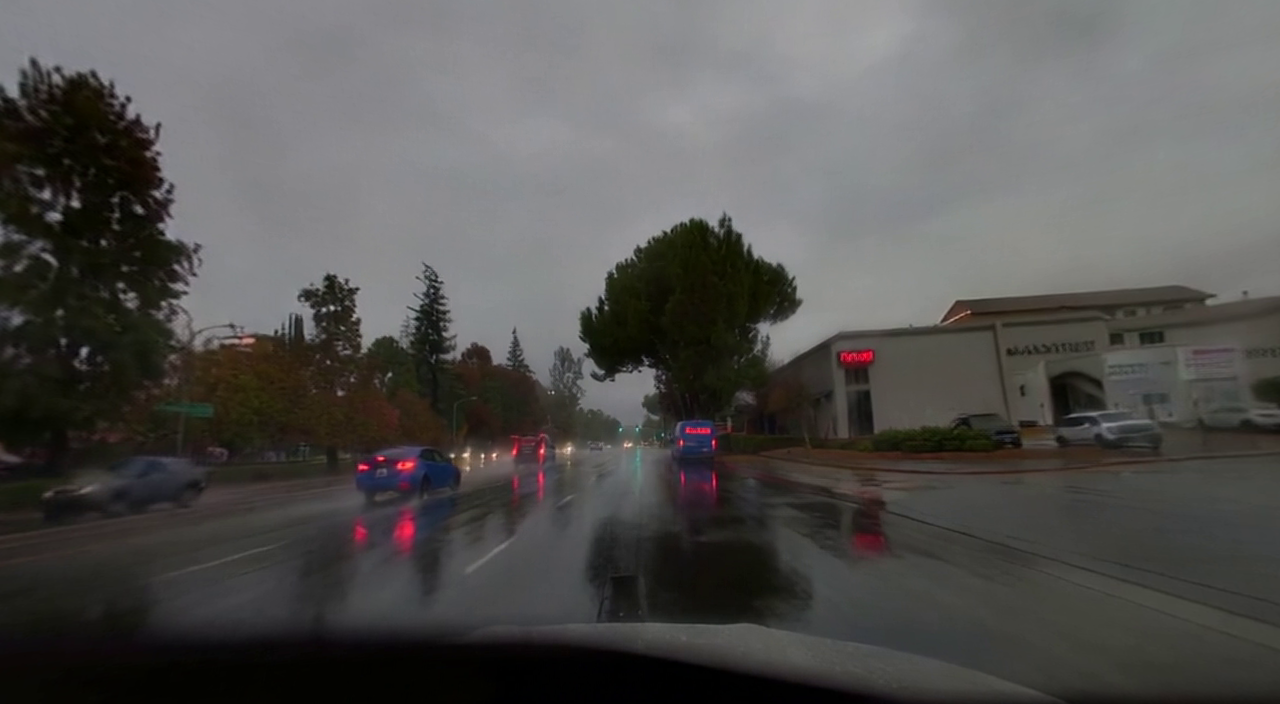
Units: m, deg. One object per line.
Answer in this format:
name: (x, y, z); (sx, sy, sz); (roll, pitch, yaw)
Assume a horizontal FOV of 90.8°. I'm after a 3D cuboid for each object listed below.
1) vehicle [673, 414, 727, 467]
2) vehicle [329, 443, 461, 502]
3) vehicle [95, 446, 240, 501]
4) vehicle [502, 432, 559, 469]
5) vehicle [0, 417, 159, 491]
vehicle: (3.567, 5.439, 38.643); (2.791, 3.026, 4.668); (0, -9, 0)
vehicle: (-6.809, 3.370, 18.160); (1.970, 1.456, 4.441); (0, -9, 1)
vehicle: (-18.132, 4.626, 24.598); (2.010, 1.888, 4.622); (0, -9, 1)
vehicle: (-6.556, 6.012, 38.536); (2.332, 2.039, 5.678); (0, -9, 1)
vehicle: (-34.246, 6.150, 38.360); (2.781, 3.955, 8.836); (-1, -9, 2)
